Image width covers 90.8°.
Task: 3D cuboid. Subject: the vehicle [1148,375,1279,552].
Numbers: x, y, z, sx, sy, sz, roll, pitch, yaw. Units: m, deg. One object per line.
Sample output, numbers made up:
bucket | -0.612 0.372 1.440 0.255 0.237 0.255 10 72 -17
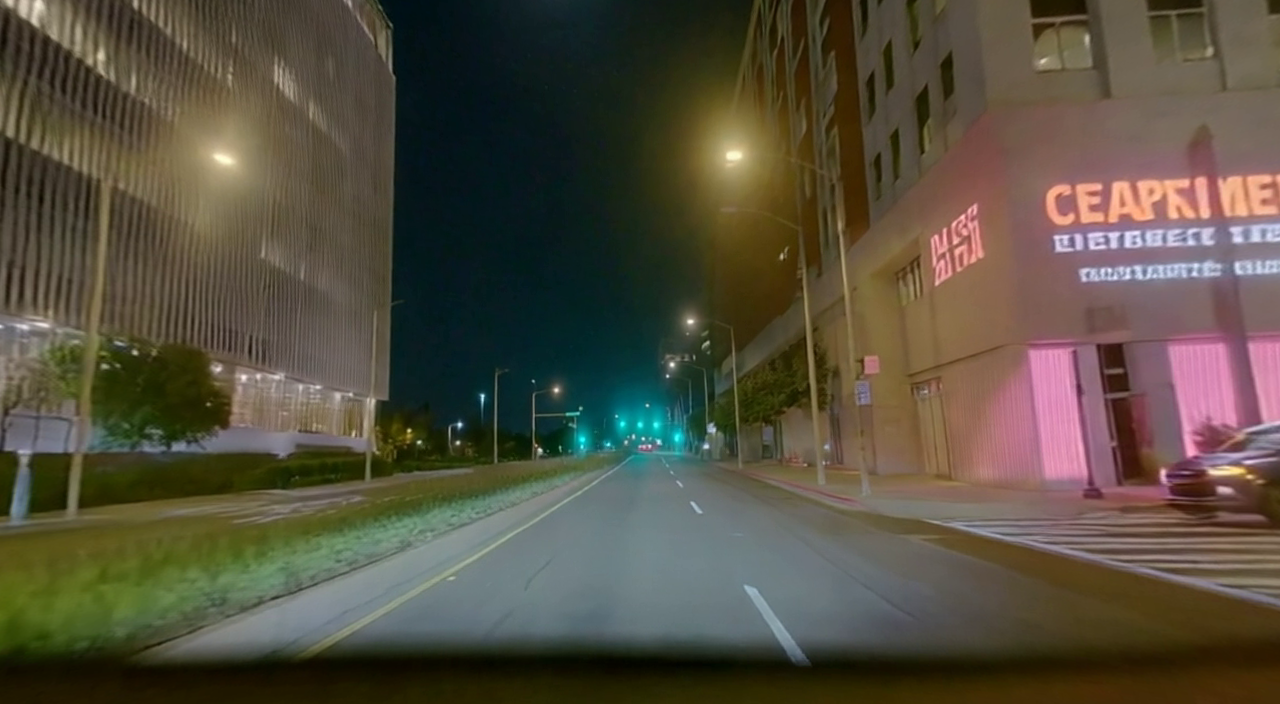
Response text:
vehicle | 9.145 1.229 7.102 4.694 1.826 2.226 -2 -9 11
